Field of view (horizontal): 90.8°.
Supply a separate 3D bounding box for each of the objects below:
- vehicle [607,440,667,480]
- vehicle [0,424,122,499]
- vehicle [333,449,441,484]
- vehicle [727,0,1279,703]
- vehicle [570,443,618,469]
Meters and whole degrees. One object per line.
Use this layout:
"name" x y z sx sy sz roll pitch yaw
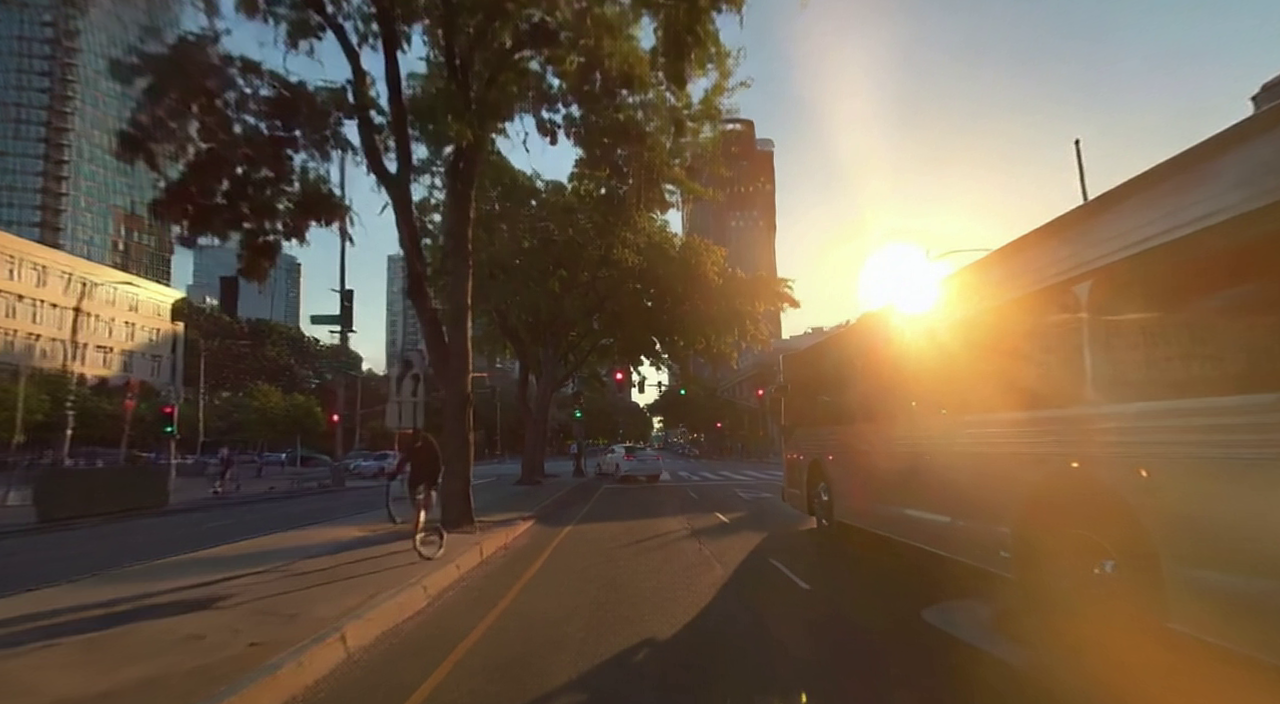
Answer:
"vehicle" -0.240 4.539 26.886 2.123 1.544 4.158 1 -8 -6
"vehicle" -29.733 5.005 28.821 9.150 3.310 2.988 6 -12 -38
"vehicle" -12.149 5.458 30.524 1.816 1.490 4.417 -8 -11 42
"vehicle" 3.328 0.233 5.048 3.250 3.731 13.693 0 -8 0
"vehicle" -2.882 6.303 38.629 2.036 1.467 3.979 2 -9 -17
